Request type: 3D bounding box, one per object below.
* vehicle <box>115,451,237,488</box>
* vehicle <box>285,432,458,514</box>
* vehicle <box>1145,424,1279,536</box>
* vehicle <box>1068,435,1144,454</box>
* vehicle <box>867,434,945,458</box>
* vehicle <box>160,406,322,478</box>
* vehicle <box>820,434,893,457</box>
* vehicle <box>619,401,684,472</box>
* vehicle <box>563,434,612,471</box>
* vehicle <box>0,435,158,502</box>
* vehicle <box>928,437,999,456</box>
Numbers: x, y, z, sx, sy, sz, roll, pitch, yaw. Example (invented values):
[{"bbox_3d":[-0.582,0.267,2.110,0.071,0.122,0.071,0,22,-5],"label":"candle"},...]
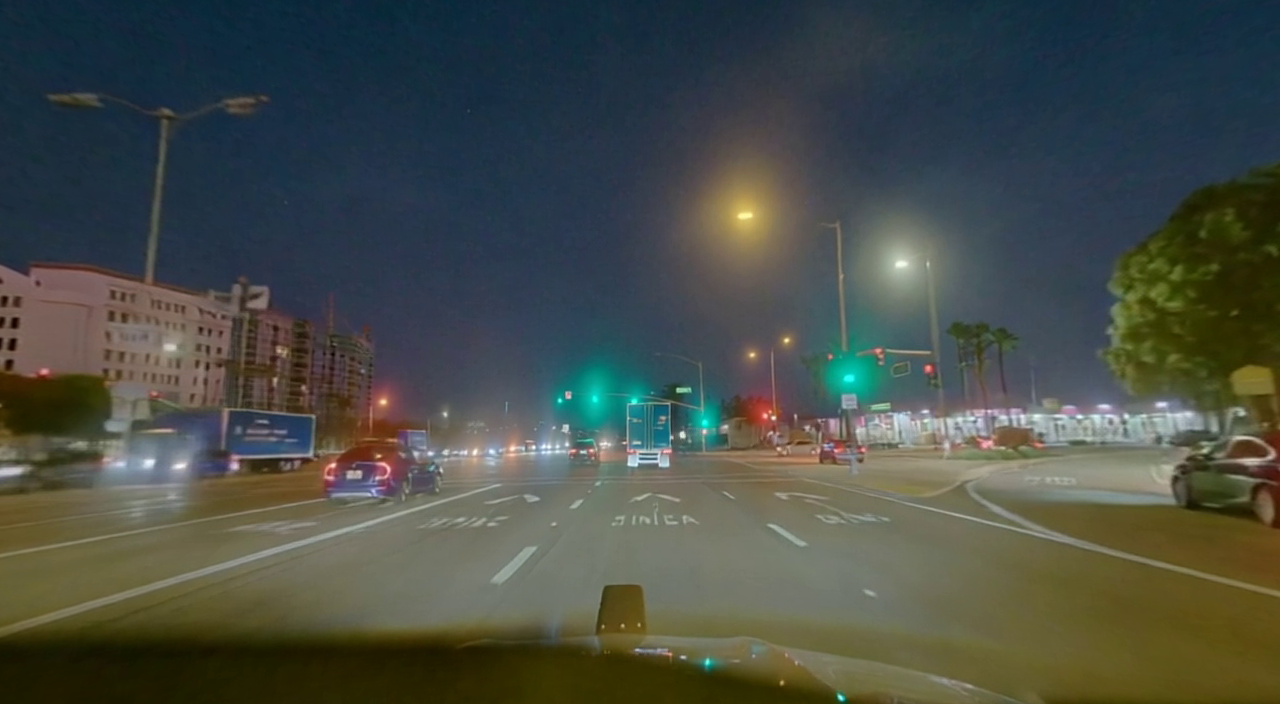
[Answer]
[{"bbox_3d":[-21.170,5.352,28.941,1.963,1.507,4.713,0,-9,1],"label":"vehicle"},{"bbox_3d":[-6.135,2.803,15.119,2.045,1.630,4.680,0,-8,0],"label":"vehicle"},{"bbox_3d":[9.851,1.842,9.200,1.961,1.502,4.541,-2,-9,14],"label":"vehicle"},{"bbox_3d":[36.713,7.293,49.520,4.337,1.487,1.949,0,-9,1],"label":"vehicle"},{"bbox_3d":[19.649,6.989,46.541,4.831,1.529,1.966,-3,-10,0],"label":"vehicle"},{"bbox_3d":[-25.010,5.814,40.524,3.017,3.971,11.161,0,-8,0],"label":"vehicle"},{"bbox_3d":[17.173,7.436,49.993,5.039,1.744,2.043,0,-9,0],"label":"vehicle"},{"bbox_3d":[0.593,4.388,32.347,2.993,3.235,6.692,0,-8,1],"label":"vehicle"},{"bbox_3d":[-2.794,5.475,34.376,2.178,1.826,4.933,0,-8,1],"label":"vehicle"},{"bbox_3d":[-18.173,3.639,20.059,2.032,1.885,4.303,0,-8,0],"label":"vehicle"},{"bbox_3d":[25.616,7.473,49.782,4.506,1.484,1.928,0,-9,0],"label":"vehicle"}]
